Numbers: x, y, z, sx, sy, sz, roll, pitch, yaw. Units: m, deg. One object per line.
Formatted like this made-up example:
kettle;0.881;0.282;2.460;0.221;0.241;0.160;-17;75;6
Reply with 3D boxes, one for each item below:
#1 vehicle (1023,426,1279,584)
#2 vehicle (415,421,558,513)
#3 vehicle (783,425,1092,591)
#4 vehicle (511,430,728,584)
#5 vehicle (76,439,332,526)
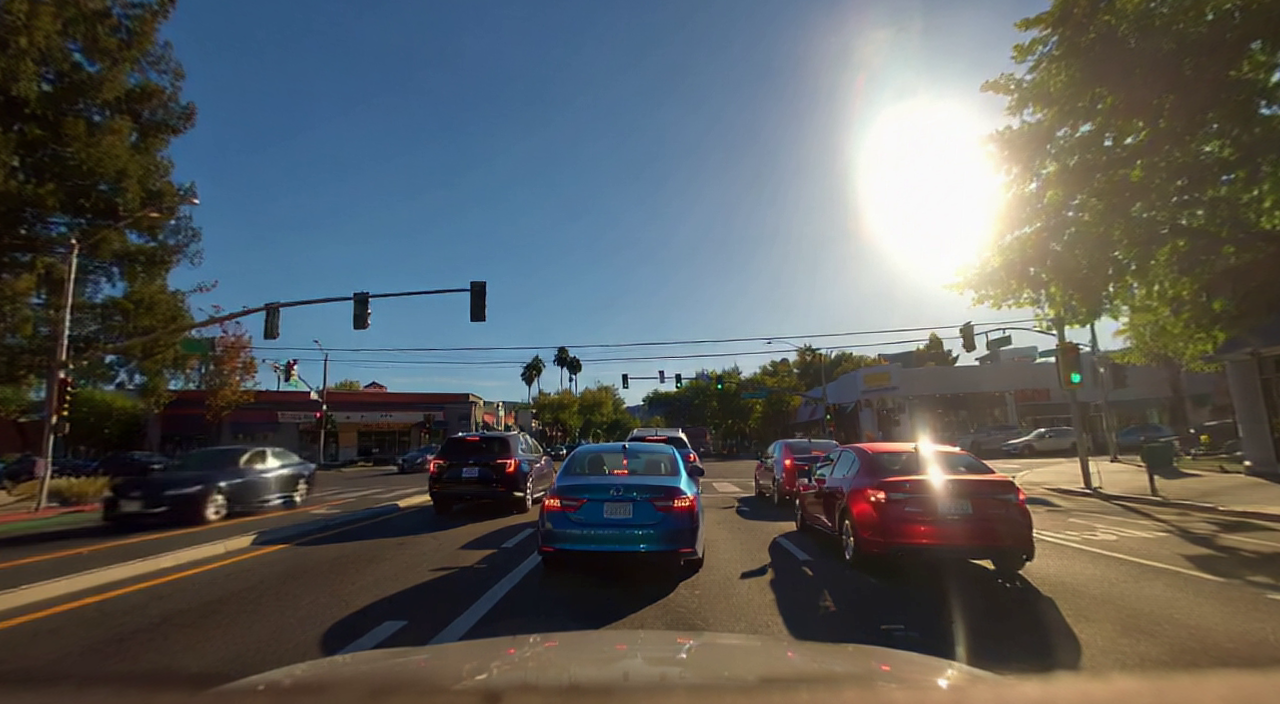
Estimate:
vehicle;7.198;1.732;7.818;2.004;1.508;4.646;0;-8;0
vehicle;-3.440;2.706;15.381;2.160;1.823;5.115;0;-8;1
vehicle;3.235;1.756;7.998;2.020;1.513;4.120;0;-8;2
vehicle;-0.178;1.800;8.158;2.098;1.477;3.897;0;-8;1
vehicle;-8.688;2.607;13.295;1.966;1.469;4.714;0;-9;1
